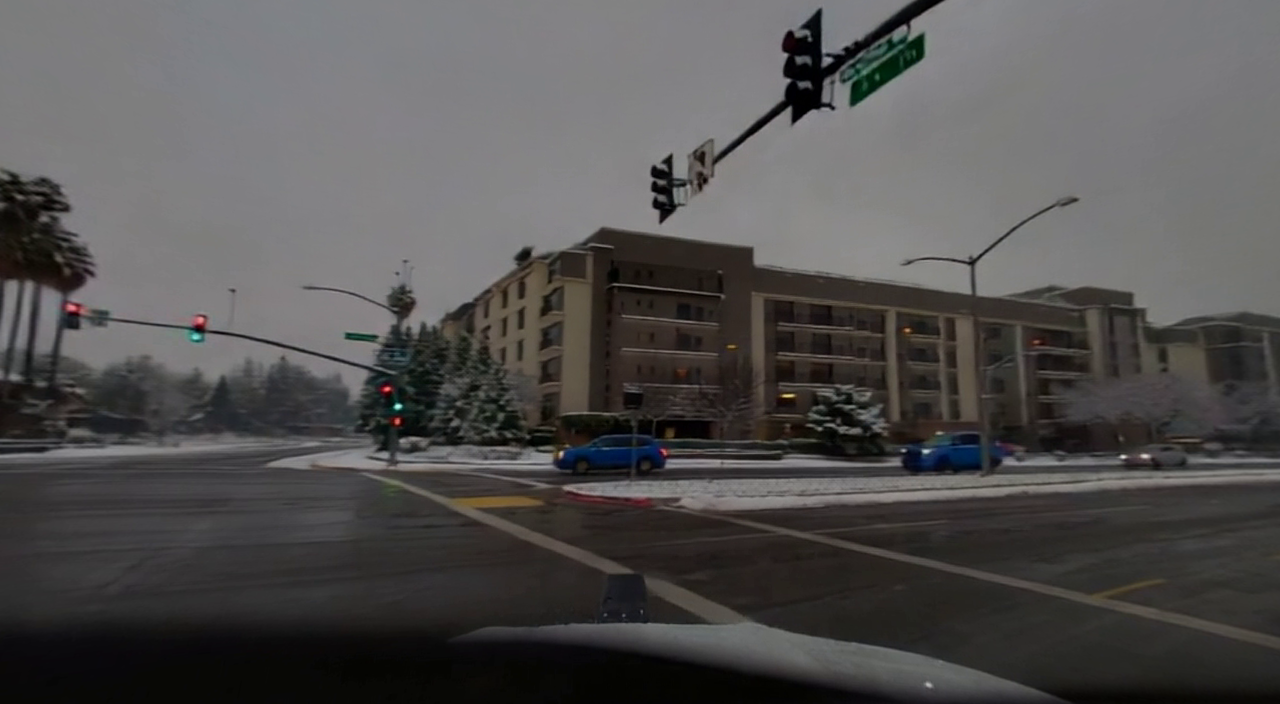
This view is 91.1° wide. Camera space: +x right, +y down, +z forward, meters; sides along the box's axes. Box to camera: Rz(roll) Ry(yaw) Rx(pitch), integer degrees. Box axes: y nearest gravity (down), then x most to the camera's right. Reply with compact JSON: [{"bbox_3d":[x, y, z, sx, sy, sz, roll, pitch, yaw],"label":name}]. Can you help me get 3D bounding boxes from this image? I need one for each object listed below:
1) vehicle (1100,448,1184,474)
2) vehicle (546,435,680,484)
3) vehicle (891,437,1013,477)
[{"bbox_3d":[31.194,6.750,39.030,4.763,1.490,1.915,3,-9,-23],"label":"vehicle"},{"bbox_3d":[-1.036,4.150,24.530,4.820,1.751,2.050,4,-9,-25],"label":"vehicle"},{"bbox_3d":[16.120,5.385,32.441,5.841,1.890,2.273,4,-9,-23],"label":"vehicle"}]
